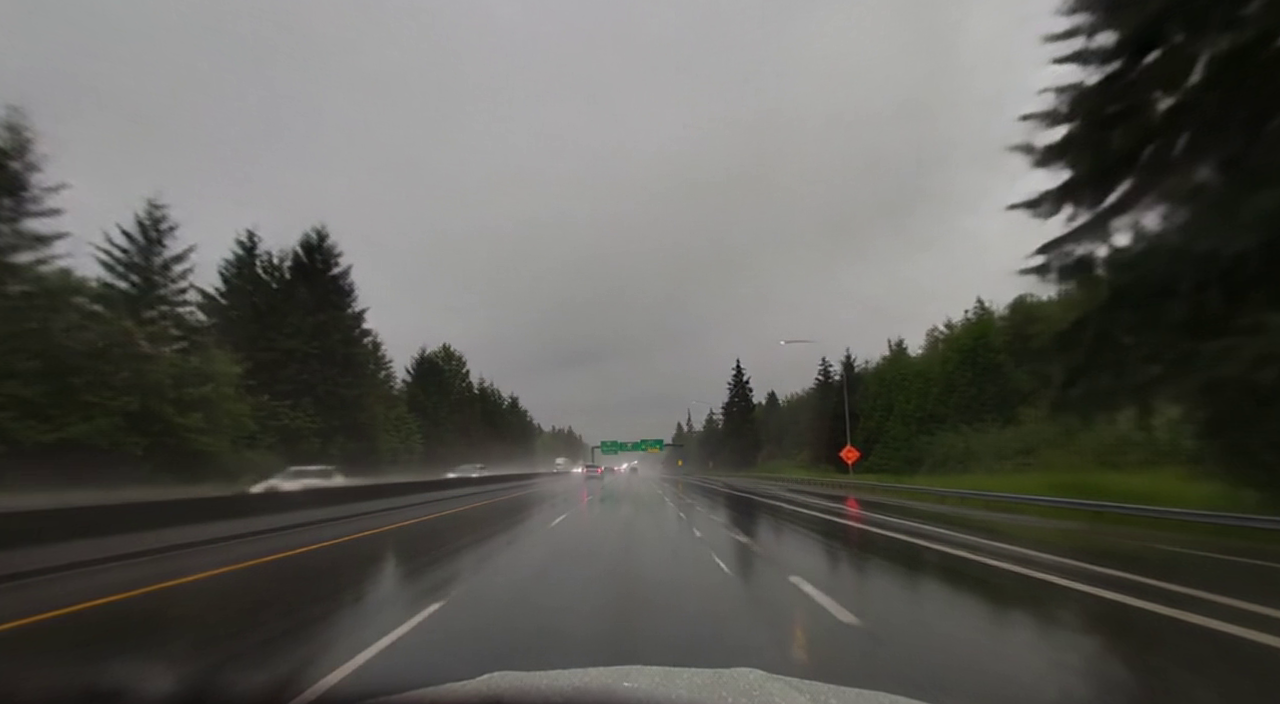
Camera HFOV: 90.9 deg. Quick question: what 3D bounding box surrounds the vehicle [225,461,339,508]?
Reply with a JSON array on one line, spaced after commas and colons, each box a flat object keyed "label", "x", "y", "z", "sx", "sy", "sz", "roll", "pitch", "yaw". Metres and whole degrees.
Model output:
[{"label": "vehicle", "x": -12.704, "y": 4.735, "z": 22.676, "sx": 1.879, "sy": 1.481, "sz": 3.672, "roll": 1, "pitch": -11, "yaw": 0}]

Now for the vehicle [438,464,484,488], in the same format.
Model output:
[{"label": "vehicle", "x": -12.268, "y": 8.520, "z": 43.426, "sx": 1.864, "sy": 1.517, "sz": 4.275, "roll": 1, "pitch": -11, "yaw": 1}]
